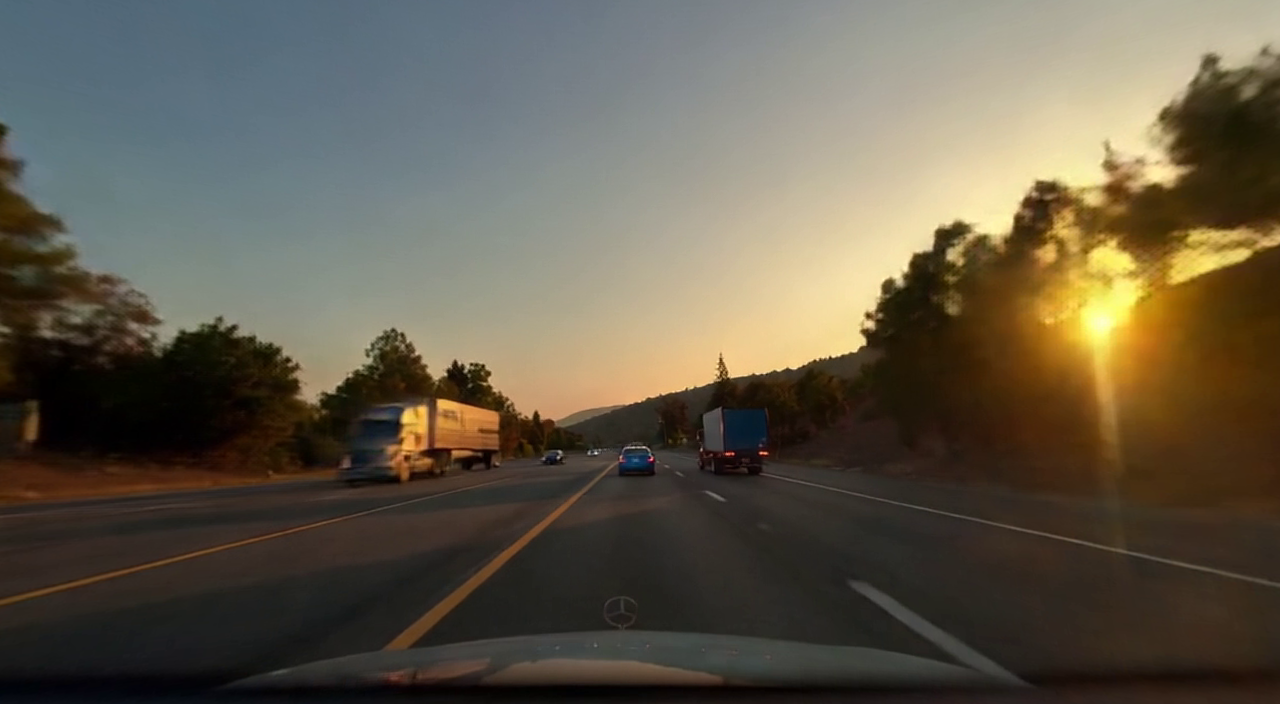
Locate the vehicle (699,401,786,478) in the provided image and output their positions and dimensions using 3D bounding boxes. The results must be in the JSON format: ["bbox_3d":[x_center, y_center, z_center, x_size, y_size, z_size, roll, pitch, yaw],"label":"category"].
[{"bbox_3d":[4.640,4.211,29.933,2.791,3.201,7.145,-1,-9,-1],"label":"vehicle"}]

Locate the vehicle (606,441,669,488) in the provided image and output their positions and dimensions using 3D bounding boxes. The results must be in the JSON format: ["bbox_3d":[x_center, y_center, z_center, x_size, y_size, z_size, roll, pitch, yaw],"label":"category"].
[{"bbox_3d":[-0.110,3.994,22.550,2.066,1.490,3.759,0,-9,-1],"label":"vehicle"}]

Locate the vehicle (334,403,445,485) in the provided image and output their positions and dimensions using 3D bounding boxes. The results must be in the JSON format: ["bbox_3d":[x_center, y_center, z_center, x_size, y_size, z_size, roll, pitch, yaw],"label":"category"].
[{"bbox_3d":[-13.330,5.008,34.148,3.013,3.911,7.182,-1,-9,0],"label":"vehicle"}]
